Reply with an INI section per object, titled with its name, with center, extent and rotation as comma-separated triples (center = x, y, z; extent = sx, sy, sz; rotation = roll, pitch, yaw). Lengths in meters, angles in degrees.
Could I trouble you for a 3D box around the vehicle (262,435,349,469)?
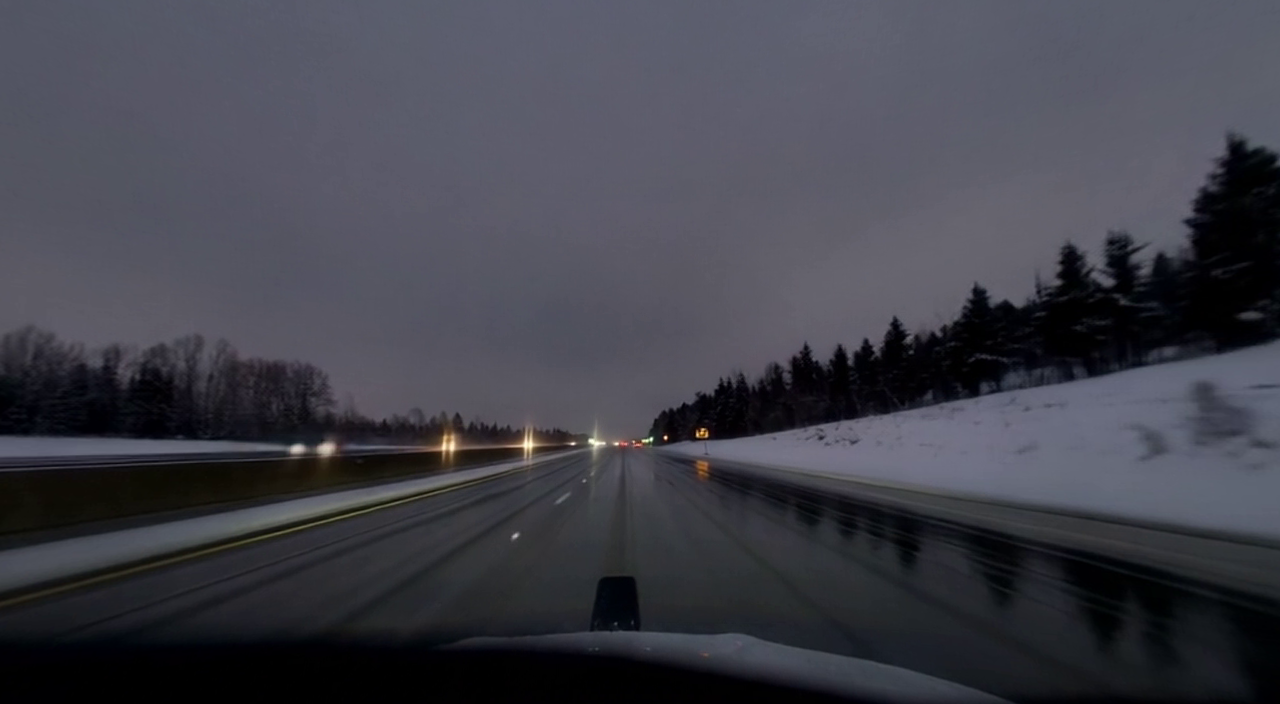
[vehicle]
center = -16.150, 4.819, 30.637
extent = 1.907, 1.527, 4.232
rotation = 0, -8, 0
